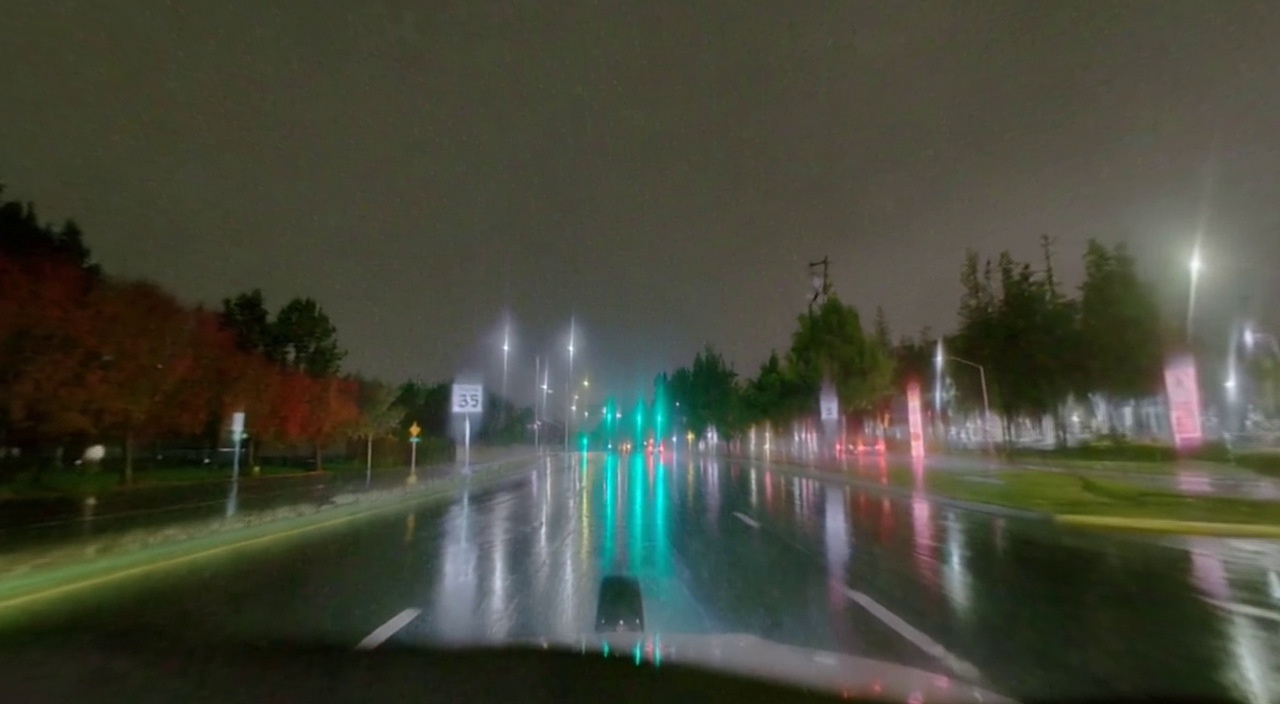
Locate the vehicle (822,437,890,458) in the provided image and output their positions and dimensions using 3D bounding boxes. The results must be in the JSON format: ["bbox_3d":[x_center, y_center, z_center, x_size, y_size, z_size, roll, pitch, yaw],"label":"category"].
[{"bbox_3d":[17.039,7.547,49.947,4.530,1.640,2.074,1,-8,-4],"label":"vehicle"}]

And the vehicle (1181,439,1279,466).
[{"bbox_3d":[33.949,5.671,35.600,1.918,1.430,4.904,8,-11,-42],"label":"vehicle"}]
